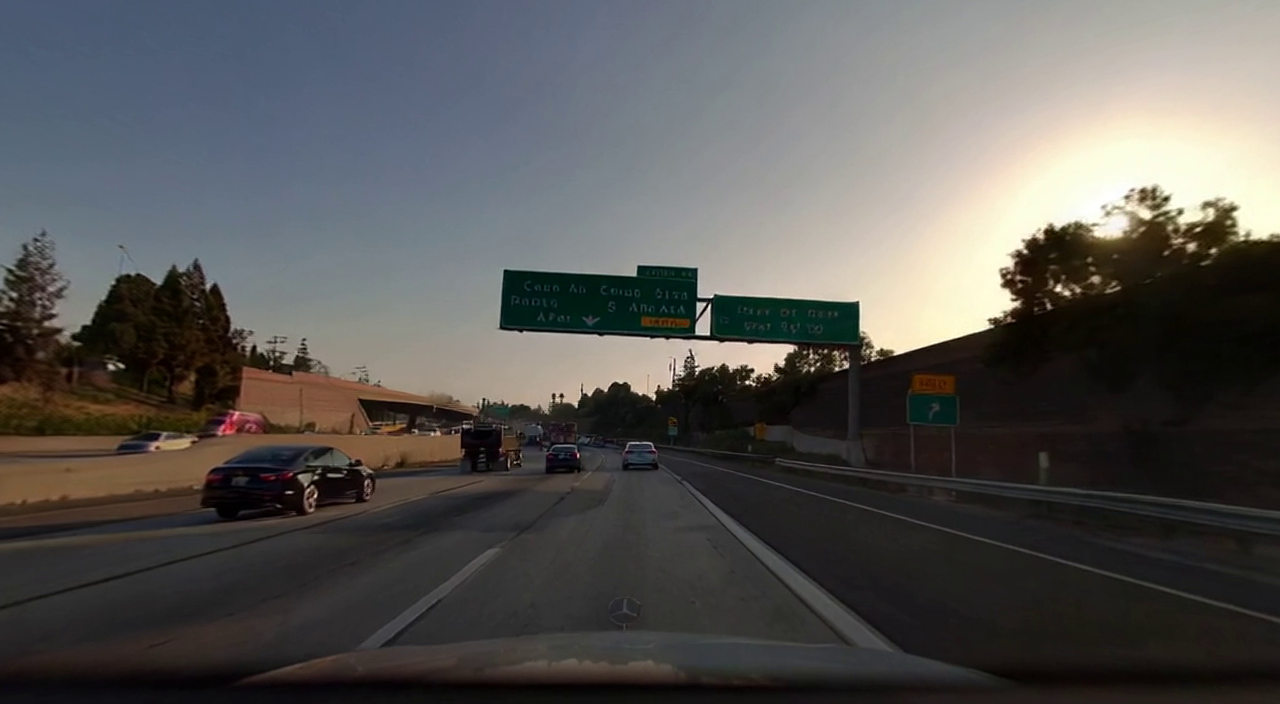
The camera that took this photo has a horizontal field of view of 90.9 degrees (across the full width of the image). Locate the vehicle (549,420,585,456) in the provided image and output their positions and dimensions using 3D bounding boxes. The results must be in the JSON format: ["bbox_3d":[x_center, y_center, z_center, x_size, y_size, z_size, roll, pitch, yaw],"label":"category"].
[{"bbox_3d":[-5.603,6.722,49.219,2.279,2.672,5.256,0,-8,-2],"label":"vehicle"}]

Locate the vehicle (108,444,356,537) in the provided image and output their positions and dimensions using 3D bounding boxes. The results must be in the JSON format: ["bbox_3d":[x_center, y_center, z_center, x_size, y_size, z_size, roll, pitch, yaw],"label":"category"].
[{"bbox_3d":[-7.512,2.536,12.306,1.896,1.465,4.399,0,-8,0],"label":"vehicle"}]

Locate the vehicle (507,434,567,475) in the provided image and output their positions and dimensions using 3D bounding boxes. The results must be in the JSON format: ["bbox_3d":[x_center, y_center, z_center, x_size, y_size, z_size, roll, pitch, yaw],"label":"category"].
[{"bbox_3d":[-4.414,4.476,27.708,2.005,1.631,4.295,0,-8,-1],"label":"vehicle"}]

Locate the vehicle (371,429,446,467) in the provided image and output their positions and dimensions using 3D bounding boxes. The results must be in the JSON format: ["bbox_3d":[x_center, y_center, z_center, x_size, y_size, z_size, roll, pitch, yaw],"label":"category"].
[{"bbox_3d":[-12.056,5.055,33.244,2.079,1.807,5.187,0,-8,-1],"label":"vehicle"}]

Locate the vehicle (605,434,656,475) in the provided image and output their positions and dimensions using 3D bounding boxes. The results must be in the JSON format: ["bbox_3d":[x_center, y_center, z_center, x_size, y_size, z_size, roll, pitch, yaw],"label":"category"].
[{"bbox_3d":[-0.472,4.495,27.892,2.092,1.671,3.772,0,-8,-2],"label":"vehicle"}]

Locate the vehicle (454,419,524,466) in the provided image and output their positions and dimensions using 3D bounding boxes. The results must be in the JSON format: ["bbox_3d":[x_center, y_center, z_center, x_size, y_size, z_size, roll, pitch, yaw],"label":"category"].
[{"bbox_3d":[-8.440,5.181,36.050,2.773,2.402,6.232,0,-8,-3],"label":"vehicle"}]
